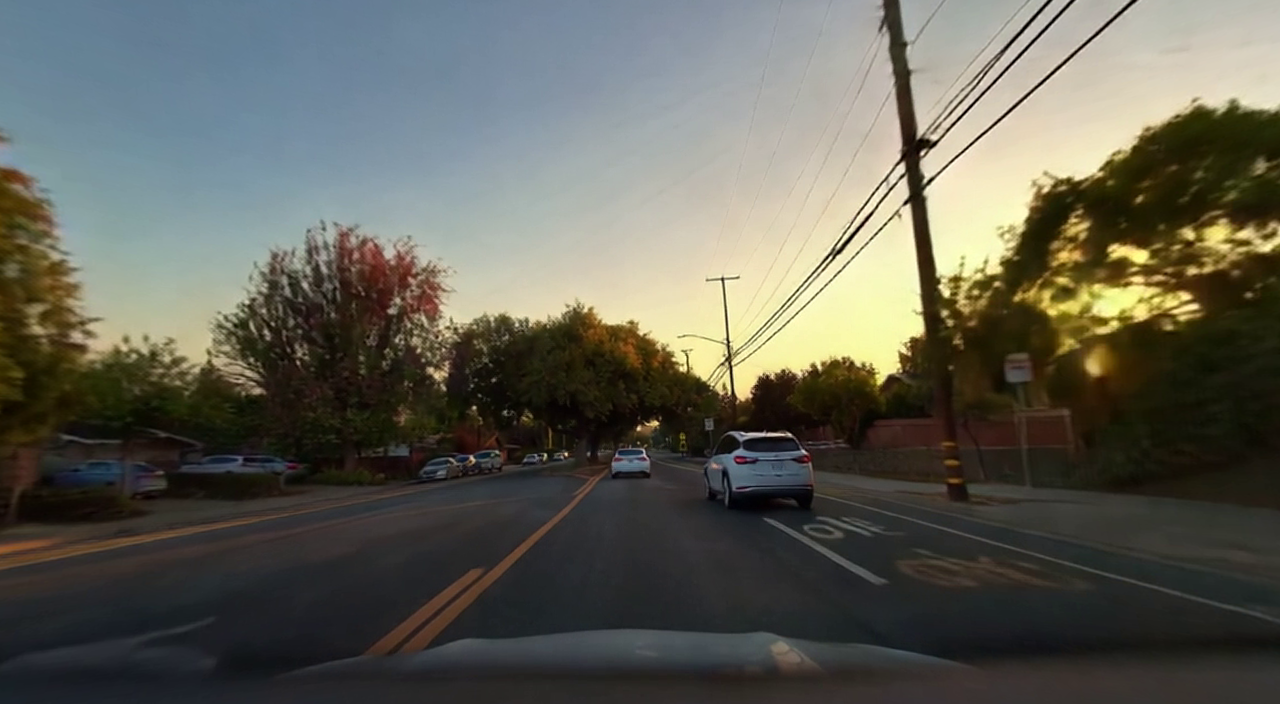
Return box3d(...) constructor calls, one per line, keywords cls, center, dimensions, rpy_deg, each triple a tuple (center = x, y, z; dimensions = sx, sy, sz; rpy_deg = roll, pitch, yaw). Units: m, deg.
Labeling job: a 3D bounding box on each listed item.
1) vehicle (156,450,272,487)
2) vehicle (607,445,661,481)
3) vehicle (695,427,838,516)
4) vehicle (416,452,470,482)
box3d(cls="vehicle", center=(-21.035, 5.734, 31.357), dimensions=(4.240, 1.717, 2.043), rpy_deg=(0, -9, -2))
box3d(cls="vehicle", center=(-0.284, 4.824, 27.774), dimensions=(2.196, 1.449, 4.006), rpy_deg=(0, -8, -1))
box3d(cls="vehicle", center=(2.766, 2.753, 15.138), dimensions=(2.200, 1.763, 4.676), rpy_deg=(1, -8, -3))
box3d(cls="vehicle", center=(-12.283, 7.174, 39.699), dimensions=(2.044, 1.534, 4.554), rpy_deg=(-4, -8, -2))
